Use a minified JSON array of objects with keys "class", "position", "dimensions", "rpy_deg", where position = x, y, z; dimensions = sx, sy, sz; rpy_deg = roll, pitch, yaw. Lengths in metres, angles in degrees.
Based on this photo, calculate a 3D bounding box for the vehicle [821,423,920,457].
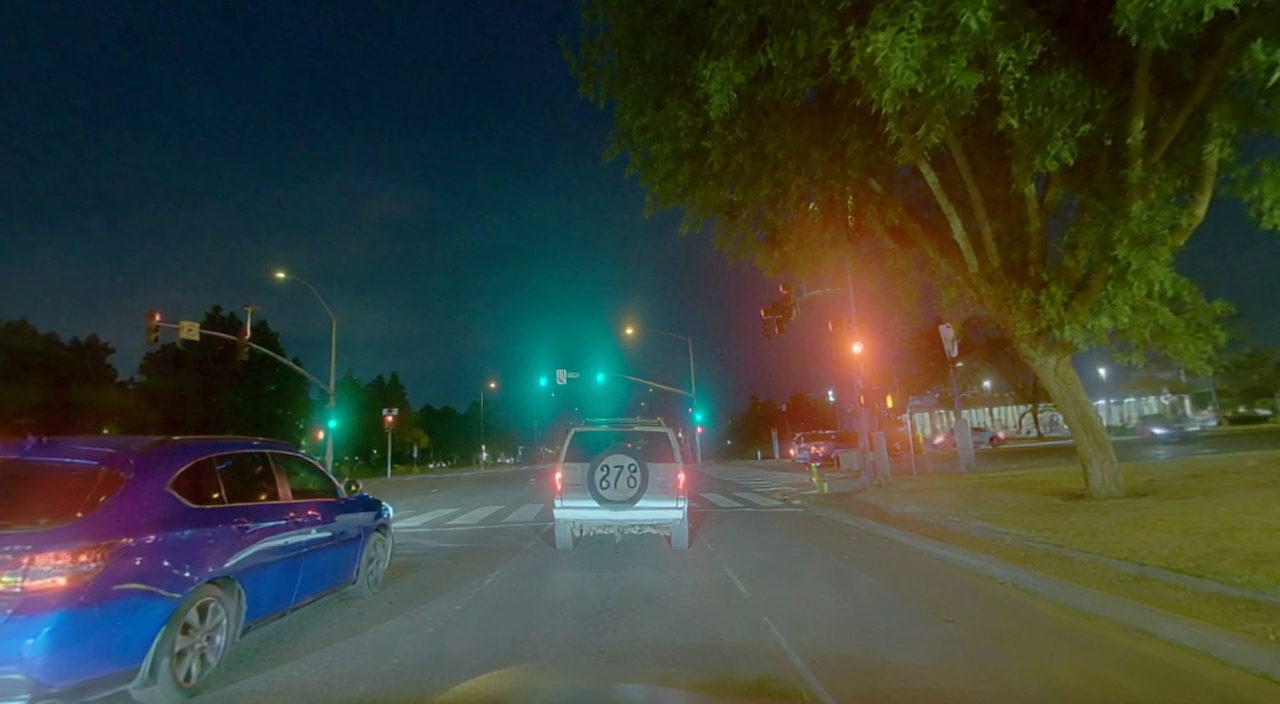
[{"class":"vehicle","position":[12.796,4.902,35.107],"dimensions":[4.872,1.806,2.107],"rpy_deg":[3,-9,-20]}]

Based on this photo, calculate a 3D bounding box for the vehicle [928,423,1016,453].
[{"class":"vehicle","position":[17.688,4.604,33.712],"dimensions":[3.830,1.545,2.006],"rpy_deg":[3,-9,-19]}]

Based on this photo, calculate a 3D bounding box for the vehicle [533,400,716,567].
[{"class":"vehicle","position":[-0.181,1.799,9.342],"dimensions":[2.059,1.877,4.249],"rpy_deg":[0,-8,0]}]

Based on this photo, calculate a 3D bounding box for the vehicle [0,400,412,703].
[{"class":"vehicle","position":[-3.382,1.253,4.556],"dimensions":[2.011,1.527,4.008],"rpy_deg":[0,-8,-1]}]
